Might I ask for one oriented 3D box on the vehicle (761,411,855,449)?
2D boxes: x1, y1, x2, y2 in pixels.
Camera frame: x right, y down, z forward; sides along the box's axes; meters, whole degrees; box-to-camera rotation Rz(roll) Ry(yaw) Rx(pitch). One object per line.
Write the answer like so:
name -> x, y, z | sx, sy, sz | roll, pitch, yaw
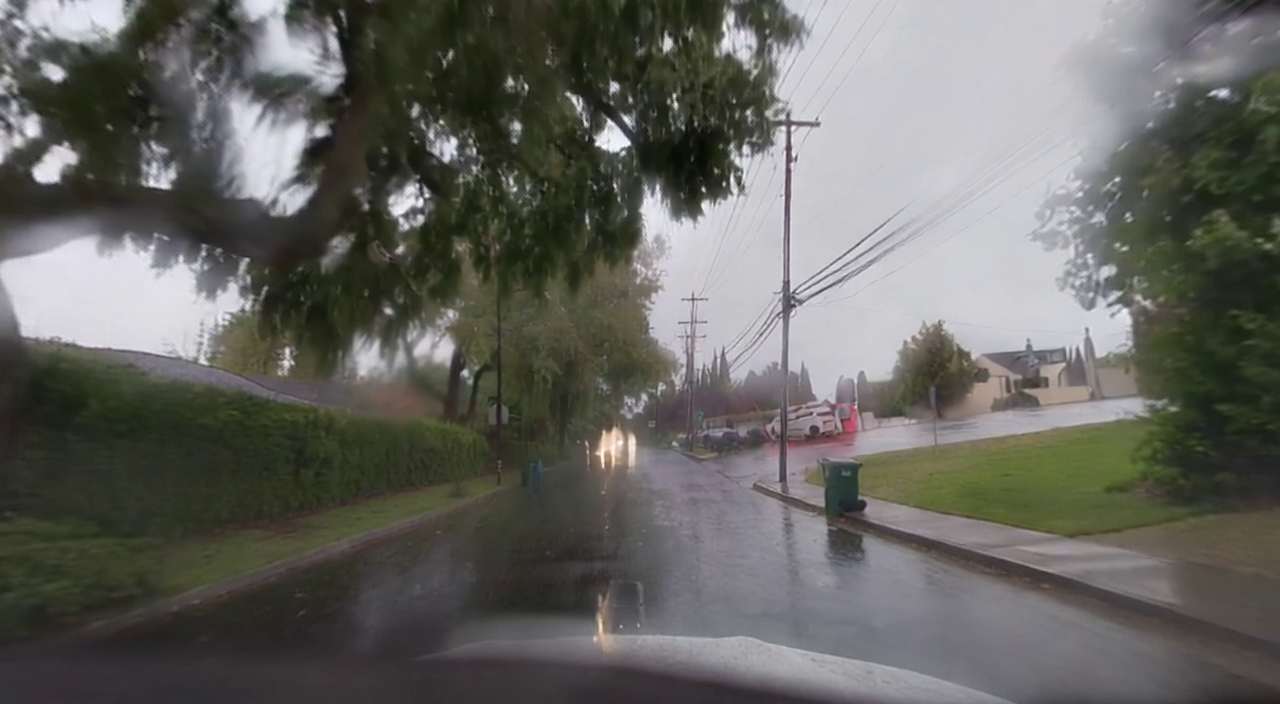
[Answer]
vehicle -> 9.465, 4.436, 35.626 | 4.780, 1.984, 1.896 | 3, -9, -20
